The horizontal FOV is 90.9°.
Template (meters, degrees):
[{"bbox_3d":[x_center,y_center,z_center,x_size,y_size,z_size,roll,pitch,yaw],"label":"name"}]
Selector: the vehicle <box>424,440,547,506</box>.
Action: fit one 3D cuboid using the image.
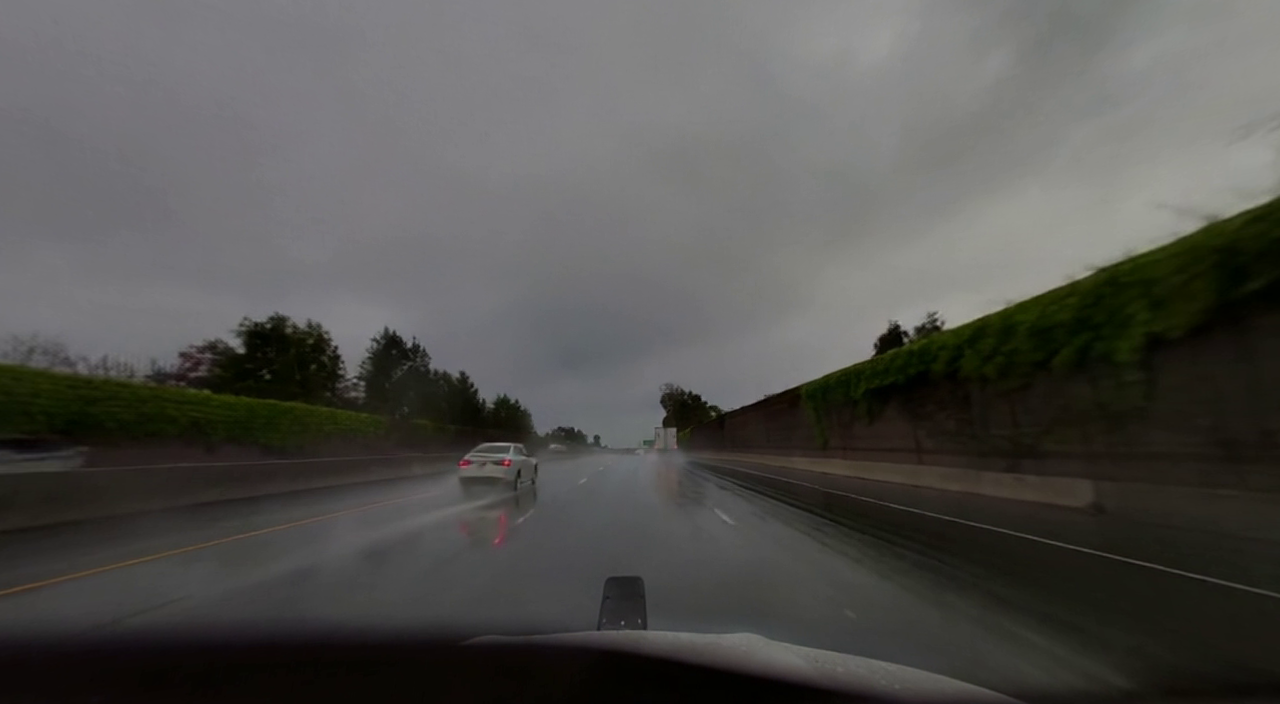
[{"bbox_3d":[-4.120,3.318,17.880,2.129,1.559,5.272,0,-9,1],"label":"vehicle"}]
